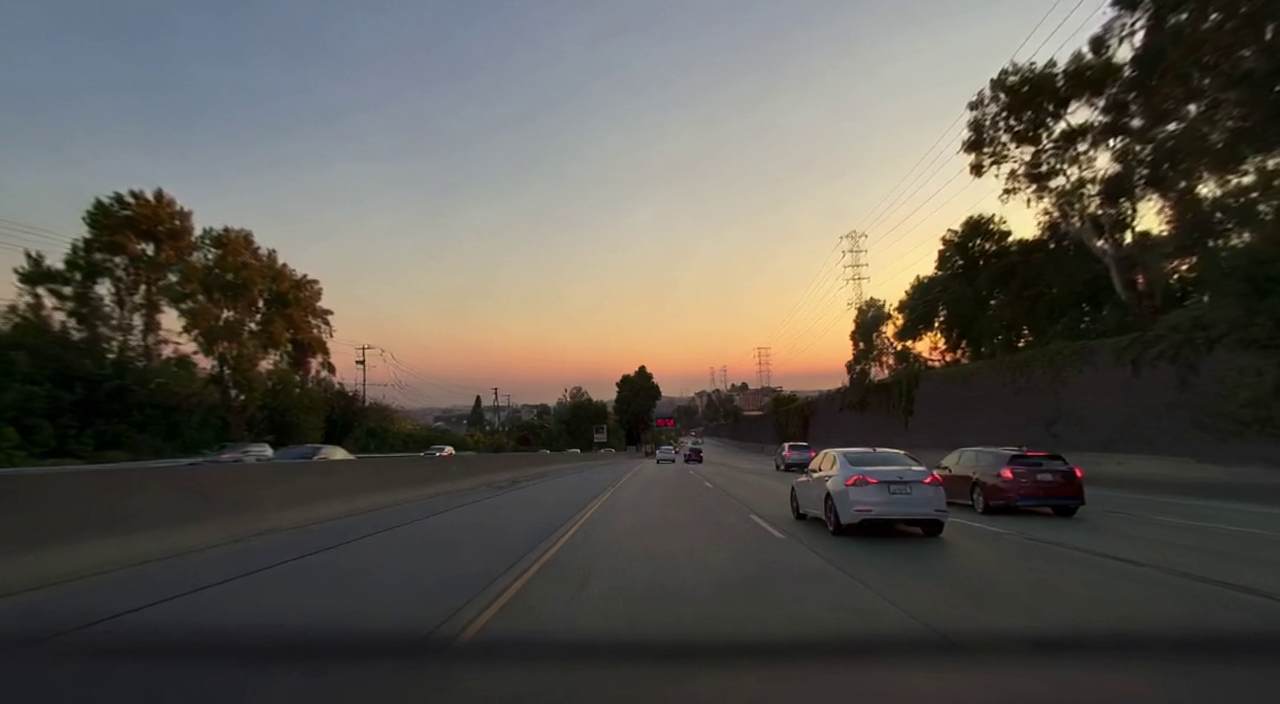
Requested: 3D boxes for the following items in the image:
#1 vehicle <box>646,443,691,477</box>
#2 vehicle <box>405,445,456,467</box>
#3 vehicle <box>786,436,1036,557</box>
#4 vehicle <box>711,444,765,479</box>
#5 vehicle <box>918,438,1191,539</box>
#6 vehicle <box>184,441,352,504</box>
[{"bbox_3d":[1.364,5.239,30.871,2.042,1.581,3.769,0,-8,2],"label":"vehicle"},{"bbox_3d":[-15.955,7.928,48.296,2.022,1.618,4.617,-1,-8,3],"label":"vehicle"},{"bbox_3d":[3.853,2.111,10.032,1.986,1.478,4.429,0,-8,0],"label":"vehicle"},{"bbox_3d":[4.460,5.027,29.285,1.936,1.465,4.060,0,-8,2],"label":"vehicle"},{"bbox_3d":[7.170,2.367,11.719,1.937,1.477,4.696,0,-8,1],"label":"vehicle"},{"bbox_3d":[-10.017,3.241,17.452,1.906,1.508,4.232,0,-8,3],"label":"vehicle"}]
